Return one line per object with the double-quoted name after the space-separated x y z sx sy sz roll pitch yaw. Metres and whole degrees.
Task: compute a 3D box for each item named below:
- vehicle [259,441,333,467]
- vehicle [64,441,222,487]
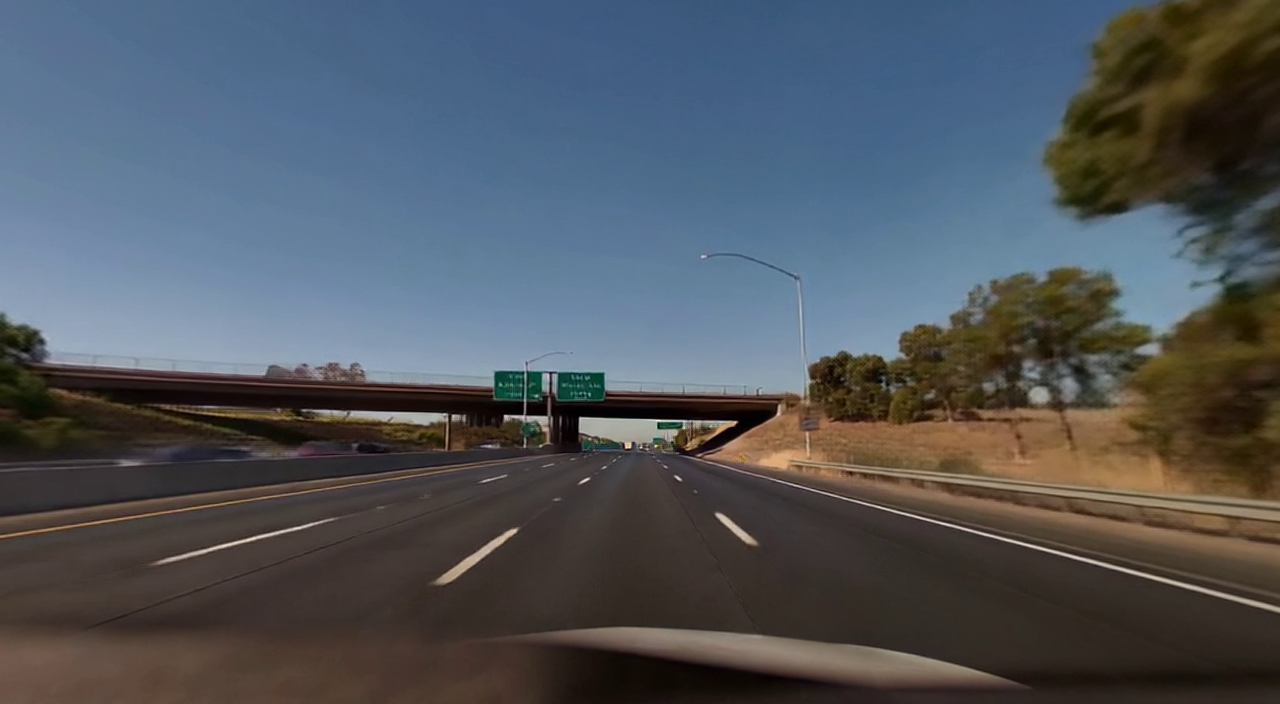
-21.148 6.275 39.108 1.919 1.499 4.719 0 -8 0 "vehicle"
-17.997 4.036 23.228 1.934 1.490 4.775 0 -8 0 "vehicle"
